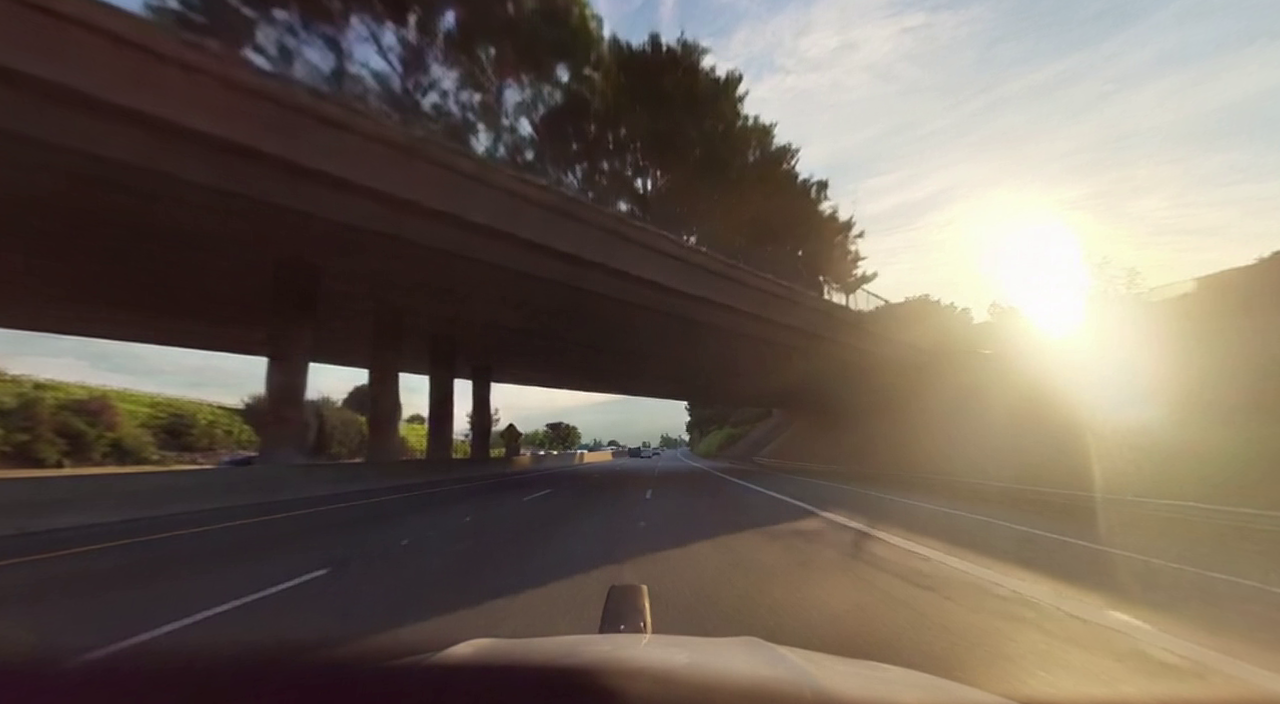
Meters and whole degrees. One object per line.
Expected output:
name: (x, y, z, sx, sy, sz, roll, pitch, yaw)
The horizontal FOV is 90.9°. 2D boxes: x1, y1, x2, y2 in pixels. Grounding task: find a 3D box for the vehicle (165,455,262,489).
vehicle: (-20.842, 5.840, 31.025, 1.830, 1.521, 4.062, 0, -9, 1)
